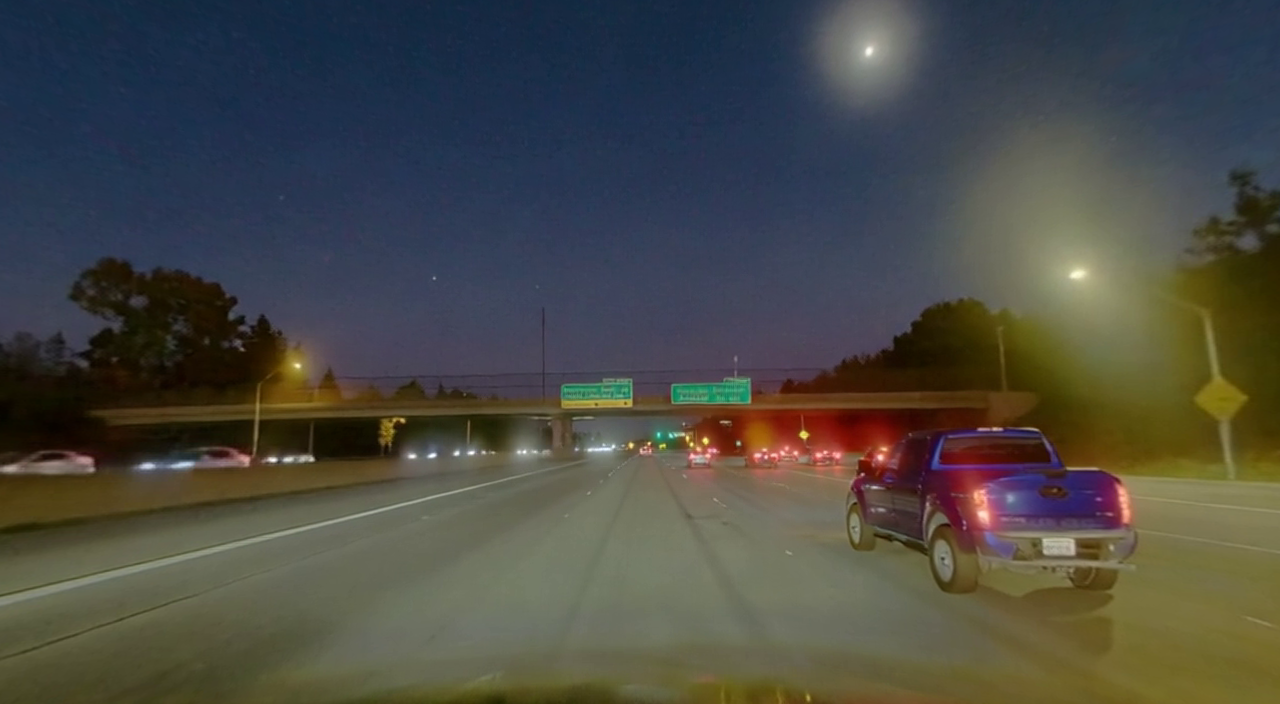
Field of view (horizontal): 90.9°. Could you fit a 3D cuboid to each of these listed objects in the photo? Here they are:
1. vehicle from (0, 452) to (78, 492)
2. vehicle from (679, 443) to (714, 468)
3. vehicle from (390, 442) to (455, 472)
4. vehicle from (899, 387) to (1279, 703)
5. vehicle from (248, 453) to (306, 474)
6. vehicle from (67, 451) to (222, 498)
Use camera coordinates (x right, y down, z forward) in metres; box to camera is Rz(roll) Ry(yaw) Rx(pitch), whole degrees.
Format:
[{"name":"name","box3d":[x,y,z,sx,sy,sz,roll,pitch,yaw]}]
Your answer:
[{"name":"vehicle","box3d":[-28.519,5.395,28.518,1.887,1.687,4.586,0,-8,2]},{"name":"vehicle","box3d":[3.967,7.324,44.743,2.014,1.643,4.039,0,-8,-2]},{"name":"vehicle","box3d":[-14.791,7.170,43.273,2.231,1.879,5.996,0,-8,1]},{"name":"vehicle","box3d":[3.379,1.022,3.165,2.119,1.524,4.807,0,-8,0]},{"name":"vehicle","box3d":[-27.323,8.375,47.574,1.851,1.474,4.367,0,-8,-1]},{"name":"vehicle","box3d":[-18.349,4.512,23.737,1.966,1.497,4.751,0,-8,0]}]
